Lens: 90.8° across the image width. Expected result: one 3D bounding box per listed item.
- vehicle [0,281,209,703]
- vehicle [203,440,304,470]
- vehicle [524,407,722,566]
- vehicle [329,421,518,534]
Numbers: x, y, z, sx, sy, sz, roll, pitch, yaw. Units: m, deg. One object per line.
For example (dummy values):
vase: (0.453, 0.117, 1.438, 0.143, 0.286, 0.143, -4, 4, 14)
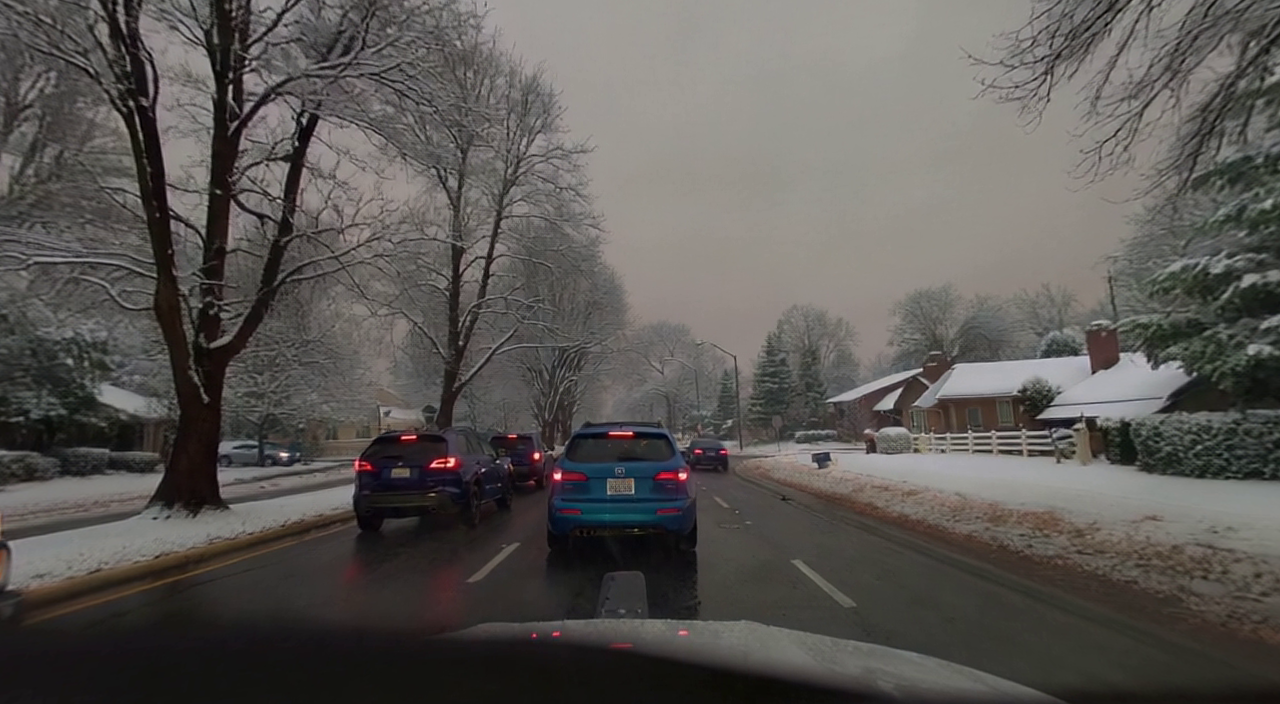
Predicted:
vehicle: (-3.517, 0.509, 0.956, 2.304, 1.928, 4.833, 0, -8, 0)
vehicle: (-28.507, 7.572, 46.835, 5.856, 2.096, 2.481, 3, -9, -18)
vehicle: (-0.199, 1.741, 8.873, 2.112, 1.693, 4.058, 0, -8, 0)
vehicle: (-3.657, 2.201, 11.655, 1.948, 1.668, 4.279, 0, -8, 0)
